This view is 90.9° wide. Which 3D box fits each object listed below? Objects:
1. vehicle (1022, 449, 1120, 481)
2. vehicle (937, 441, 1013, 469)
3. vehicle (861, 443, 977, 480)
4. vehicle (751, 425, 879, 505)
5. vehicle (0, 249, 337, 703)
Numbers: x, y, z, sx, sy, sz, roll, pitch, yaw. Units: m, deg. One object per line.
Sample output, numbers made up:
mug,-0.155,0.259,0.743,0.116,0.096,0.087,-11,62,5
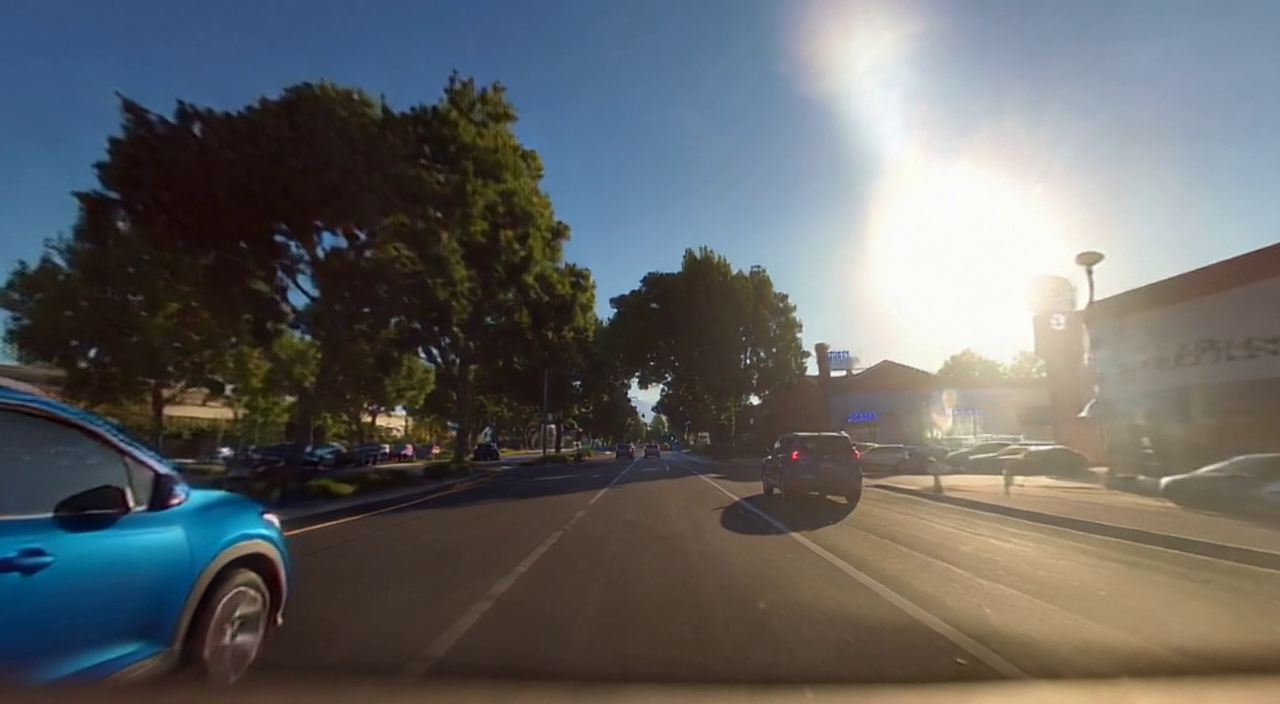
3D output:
vehicle,21.515,5.633,31.696,1.822,1.460,4.409,0,-8,0
vehicle,20.716,6.351,39.193,1.959,1.613,4.190,1,-8,-9
vehicle,12.111,4.763,27.598,4.217,1.522,1.755,-1,-9,4
vehicle,4.300,2.848,16.294,2.024,1.773,4.431,0,-8,0
vehicle,-3.241,0.589,1.838,2.210,1.925,4.838,0,-8,1
